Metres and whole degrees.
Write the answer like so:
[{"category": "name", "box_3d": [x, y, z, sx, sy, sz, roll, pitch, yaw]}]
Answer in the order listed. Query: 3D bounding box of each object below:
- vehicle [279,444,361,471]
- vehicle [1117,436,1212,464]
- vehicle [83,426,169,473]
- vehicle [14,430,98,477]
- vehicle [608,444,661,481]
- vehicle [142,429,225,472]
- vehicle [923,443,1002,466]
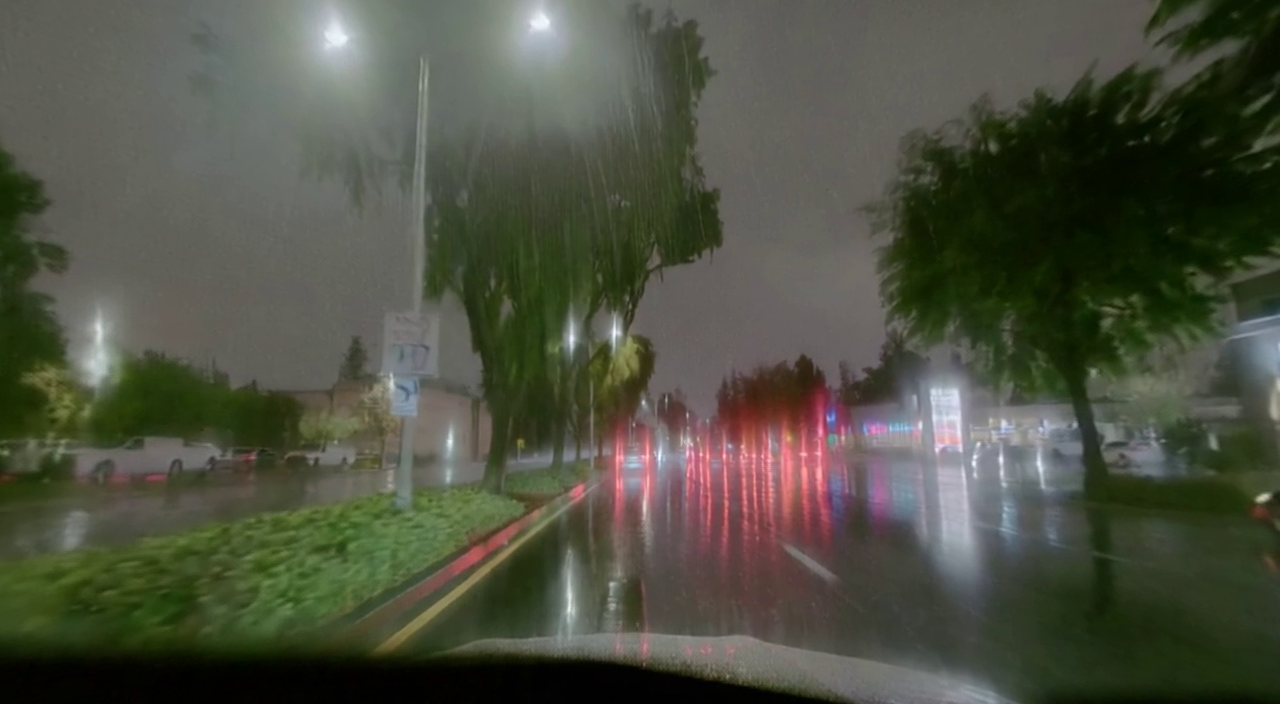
[{"category": "vehicle", "box_3d": [-24.042, 7.898, 47.582, 5.104, 1.947, 2.106, 6, -10, -35]}, {"category": "vehicle", "box_3d": [34.668, 6.517, 41.861, 4.366, 1.723, 1.944, -1, -10, 4]}, {"category": "vehicle", "box_3d": [-31.986, 6.129, 39.268, 5.926, 2.638, 2.413, -8, -12, 35]}, {"category": "vehicle", "box_3d": [-34.534, 5.938, 37.293, 6.029, 2.538, 2.343, -6, -10, 37]}, {"category": "vehicle", "box_3d": [-0.195, 4.687, 27.060, 2.095, 1.456, 3.873, 0, -8, 1]}, {"category": "vehicle", "box_3d": [-30.242, 6.590, 41.817, 5.689, 2.583, 2.285, -7, -12, 32]}, {"category": "vehicle", "box_3d": [21.461, 6.819, 42.206, 4.197, 1.505, 1.915, 0, -8, 1]}]
